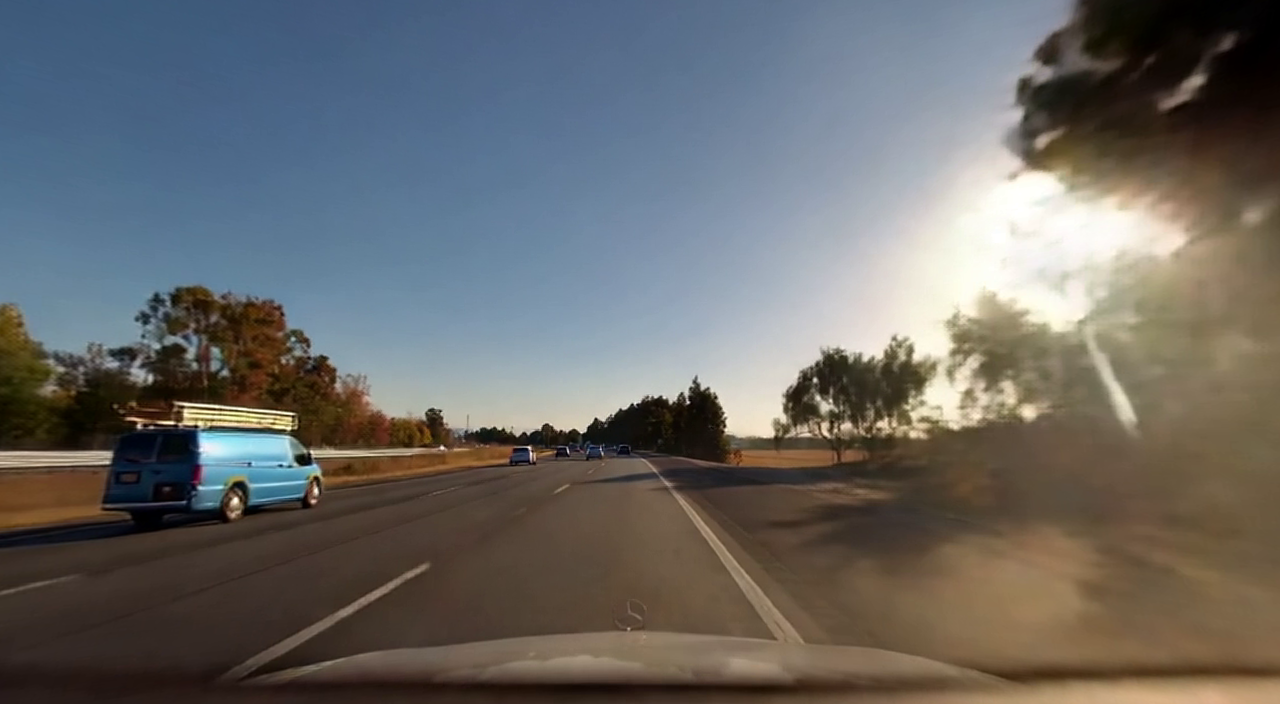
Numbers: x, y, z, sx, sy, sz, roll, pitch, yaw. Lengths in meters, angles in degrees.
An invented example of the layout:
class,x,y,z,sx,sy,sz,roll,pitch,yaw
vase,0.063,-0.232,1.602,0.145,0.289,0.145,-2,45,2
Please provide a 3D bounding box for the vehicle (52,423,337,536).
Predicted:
class,x,y,z,sx,sy,sz,roll,pitch,yaw
vehicle,-8.183,2.373,12.379,2.093,1.752,4.771,0,-9,0

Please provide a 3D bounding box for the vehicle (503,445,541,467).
class,x,y,z,sx,sy,sz,roll,pitch,yaw
vehicle,-8.520,7.535,46.013,1.958,1.499,4.437,0,-9,0
